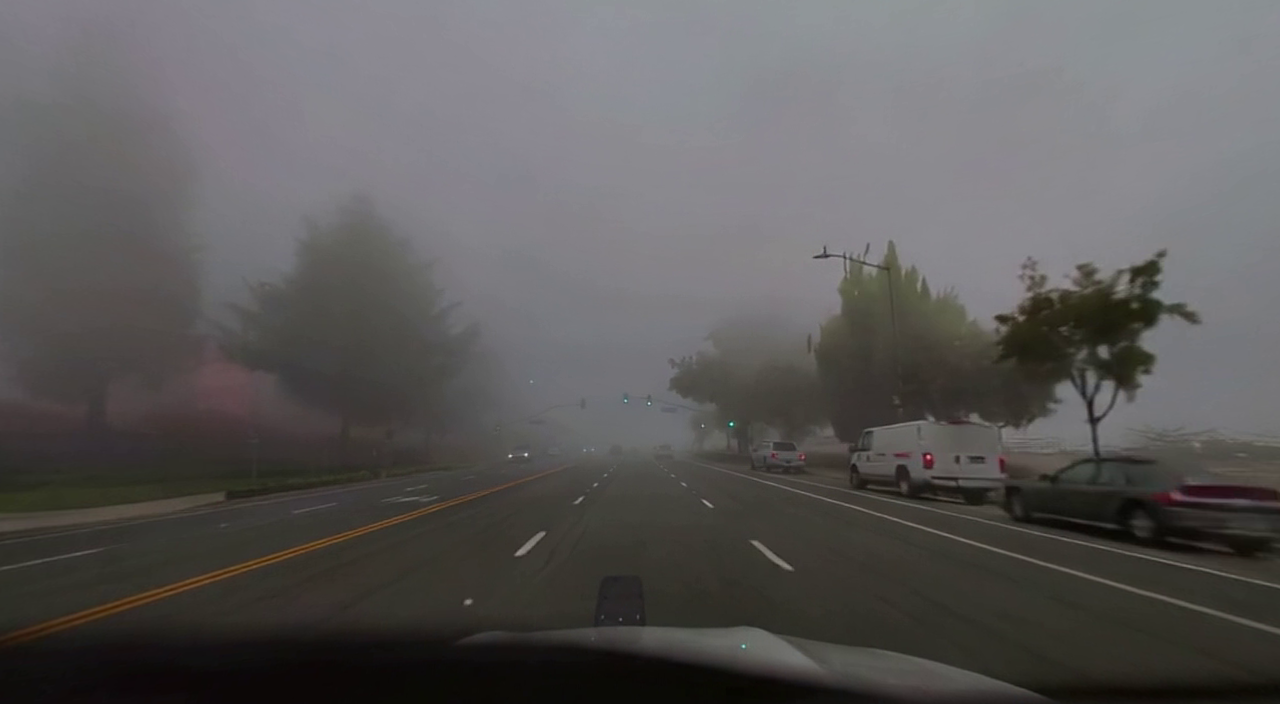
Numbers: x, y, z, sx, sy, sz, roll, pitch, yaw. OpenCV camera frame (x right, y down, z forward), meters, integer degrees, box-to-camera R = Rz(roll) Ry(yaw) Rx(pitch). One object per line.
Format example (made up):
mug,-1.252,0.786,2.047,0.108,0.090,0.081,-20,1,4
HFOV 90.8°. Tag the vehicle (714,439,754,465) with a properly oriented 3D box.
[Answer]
vehicle,6.953,7.474,47.367,2.132,1.793,5.003,0,-8,-1

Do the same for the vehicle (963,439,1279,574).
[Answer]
vehicle,7.239,2.074,9.575,1.884,1.458,5.146,0,-8,-1

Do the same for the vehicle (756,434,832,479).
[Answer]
vehicle,7.008,4.819,29.320,2.088,1.848,4.936,0,-9,-2

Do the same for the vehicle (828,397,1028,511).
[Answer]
vehicle,7.114,2.636,16.672,2.323,2.433,5.901,0,-8,-1
